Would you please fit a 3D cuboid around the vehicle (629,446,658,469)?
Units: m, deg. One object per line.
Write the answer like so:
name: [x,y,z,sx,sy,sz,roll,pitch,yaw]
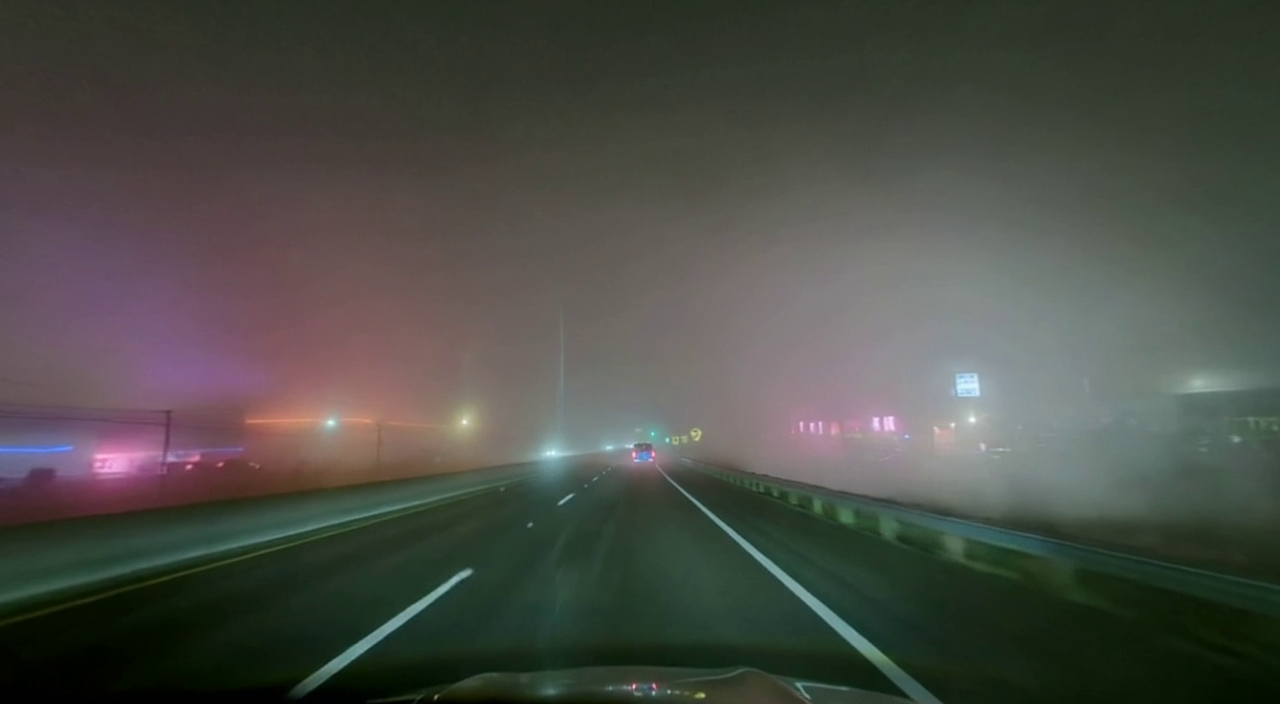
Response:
vehicle: [0.247,7.548,45.082,2.014,1.507,3.960,0,-9,0]
